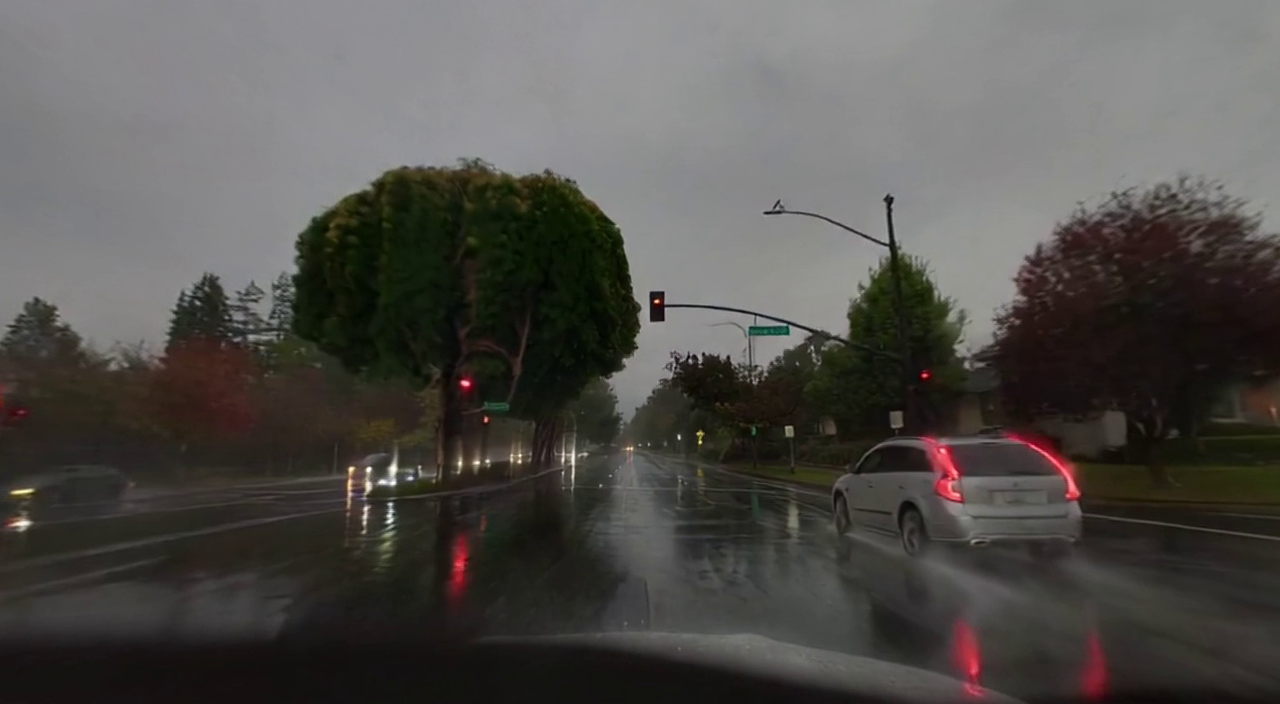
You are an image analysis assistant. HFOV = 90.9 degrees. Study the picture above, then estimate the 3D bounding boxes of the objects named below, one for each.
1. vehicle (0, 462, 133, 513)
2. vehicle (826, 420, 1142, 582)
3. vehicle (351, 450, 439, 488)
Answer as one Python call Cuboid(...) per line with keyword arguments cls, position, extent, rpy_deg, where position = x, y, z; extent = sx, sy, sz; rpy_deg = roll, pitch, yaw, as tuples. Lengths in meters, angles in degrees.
Cuboid(cls="vehicle", position=(-20.723, 4.679, 22.185), extent=(1.844, 1.494, 4.706), rpy_deg=(0, -9, 0))
Cuboid(cls="vehicle", position=(3.972, 1.757, 8.136), extent=(2.018, 1.591, 3.564), rpy_deg=(0, -9, 0))
Cuboid(cls="vehicle", position=(-10.339, 4.933, 26.970), extent=(2.029, 1.453, 4.188), rpy_deg=(0, -9, 1))
